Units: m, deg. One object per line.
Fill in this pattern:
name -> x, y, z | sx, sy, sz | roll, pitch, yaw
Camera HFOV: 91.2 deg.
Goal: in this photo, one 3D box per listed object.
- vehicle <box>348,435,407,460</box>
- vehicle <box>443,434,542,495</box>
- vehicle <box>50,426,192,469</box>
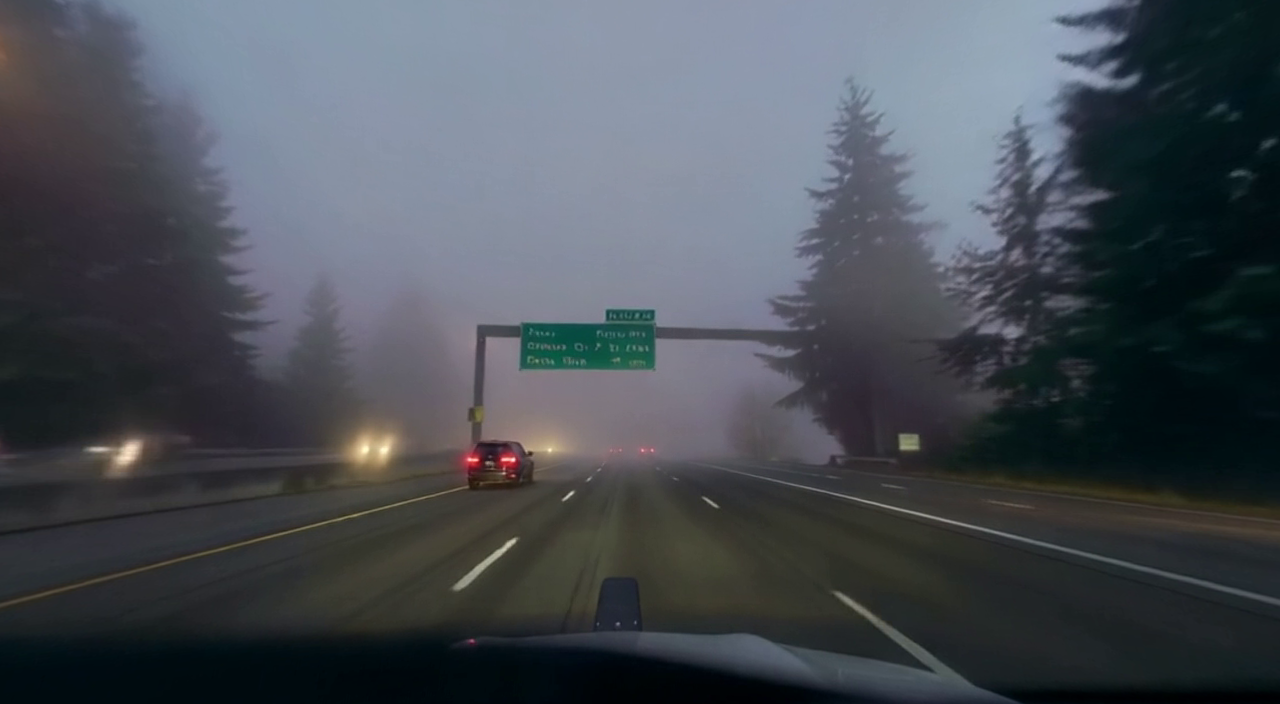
vehicle -> -17.925, 6.586, 43.057 | 1.998, 1.562, 5.127 | 0, -9, -2
vehicle -> -4.294, 3.338, 18.901 | 2.071, 1.615, 3.868 | 0, -9, 0
vehicle -> -21.067, 3.935, 25.761 | 1.896, 1.566, 4.673 | 0, -9, -1
